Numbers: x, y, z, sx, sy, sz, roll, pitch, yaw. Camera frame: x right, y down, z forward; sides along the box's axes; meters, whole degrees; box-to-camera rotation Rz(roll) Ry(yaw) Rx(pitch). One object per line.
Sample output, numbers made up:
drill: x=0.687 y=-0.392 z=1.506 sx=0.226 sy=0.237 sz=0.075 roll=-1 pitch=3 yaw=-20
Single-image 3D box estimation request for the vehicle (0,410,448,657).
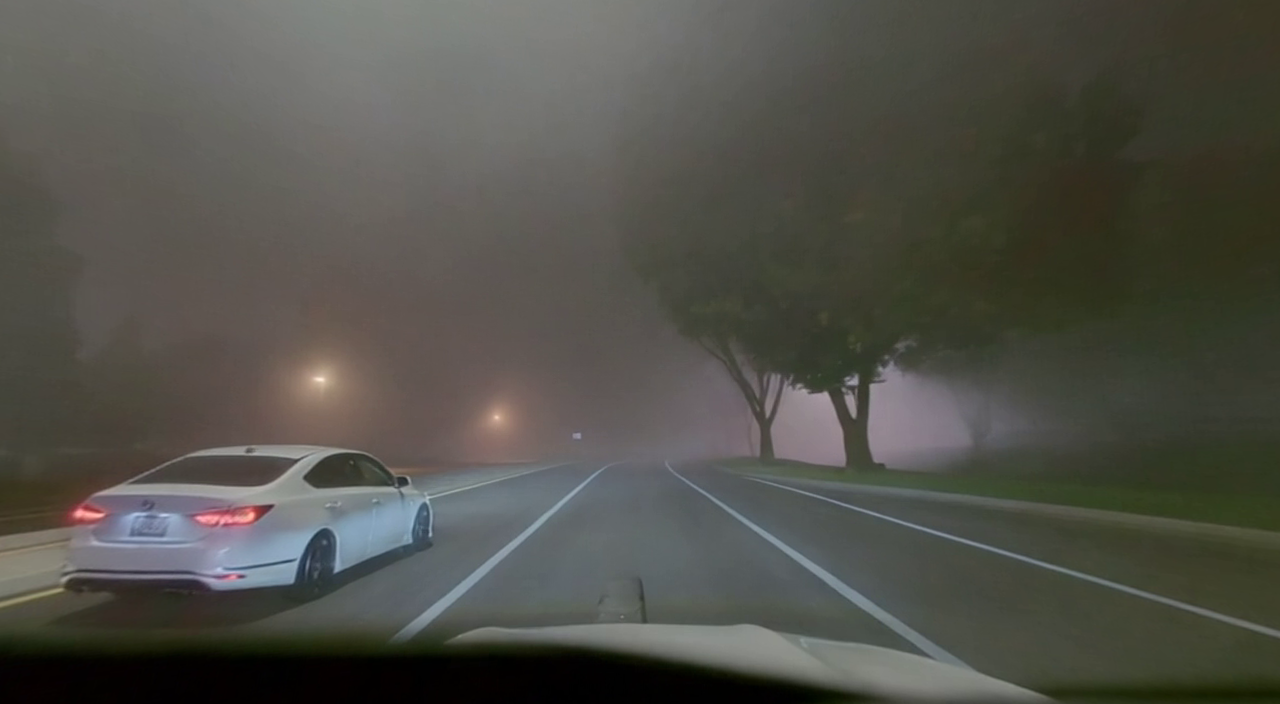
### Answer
vehicle: x=-3.524 y=1.453 z=6.150 sx=1.915 sy=1.521 sz=4.283 roll=0 pitch=-8 yaw=1
